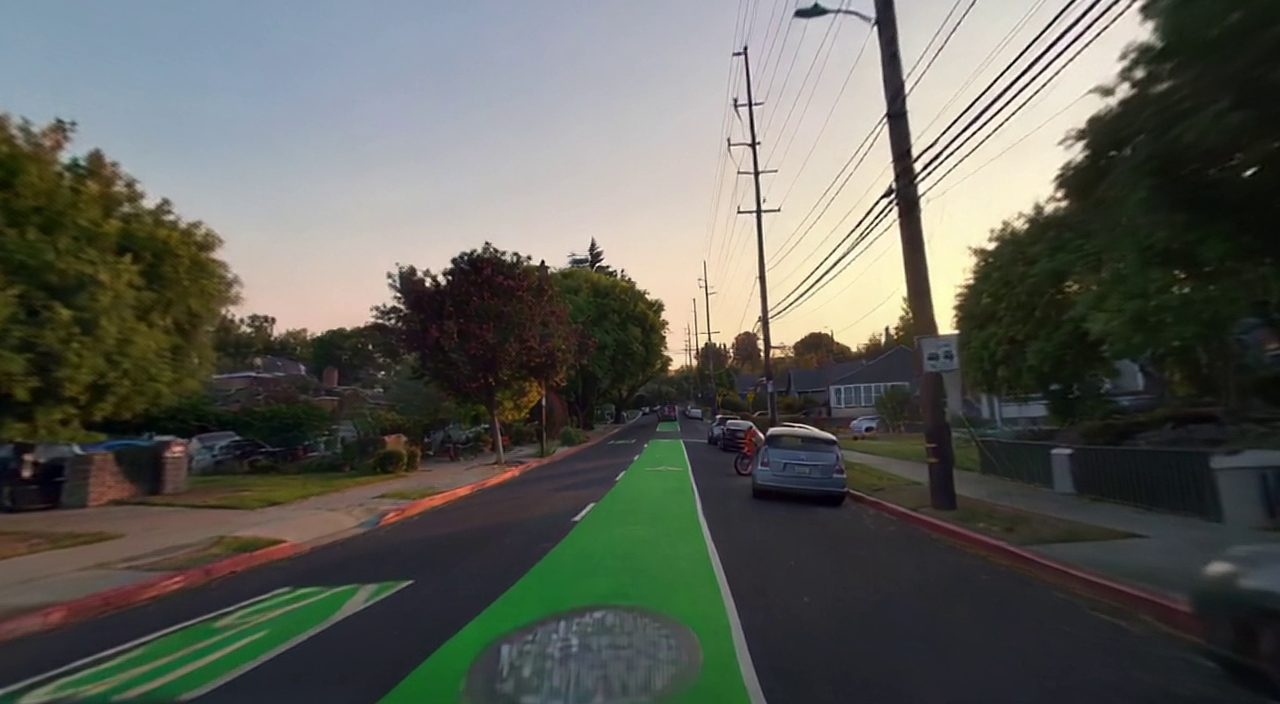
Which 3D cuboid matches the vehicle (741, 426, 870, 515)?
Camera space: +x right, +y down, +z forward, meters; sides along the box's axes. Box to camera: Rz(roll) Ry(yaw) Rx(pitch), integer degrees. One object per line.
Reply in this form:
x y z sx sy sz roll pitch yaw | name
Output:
3.349 2.466 13.635 2.235 1.500 4.496 0 -9 10 | vehicle

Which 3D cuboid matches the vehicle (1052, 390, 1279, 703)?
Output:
3.481 0.866 1.606 1.909 1.694 4.472 0 -9 2 | vehicle

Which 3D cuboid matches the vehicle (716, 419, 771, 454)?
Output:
4.833 4.050 29.980 1.981 1.512 4.144 0 -9 1 | vehicle
